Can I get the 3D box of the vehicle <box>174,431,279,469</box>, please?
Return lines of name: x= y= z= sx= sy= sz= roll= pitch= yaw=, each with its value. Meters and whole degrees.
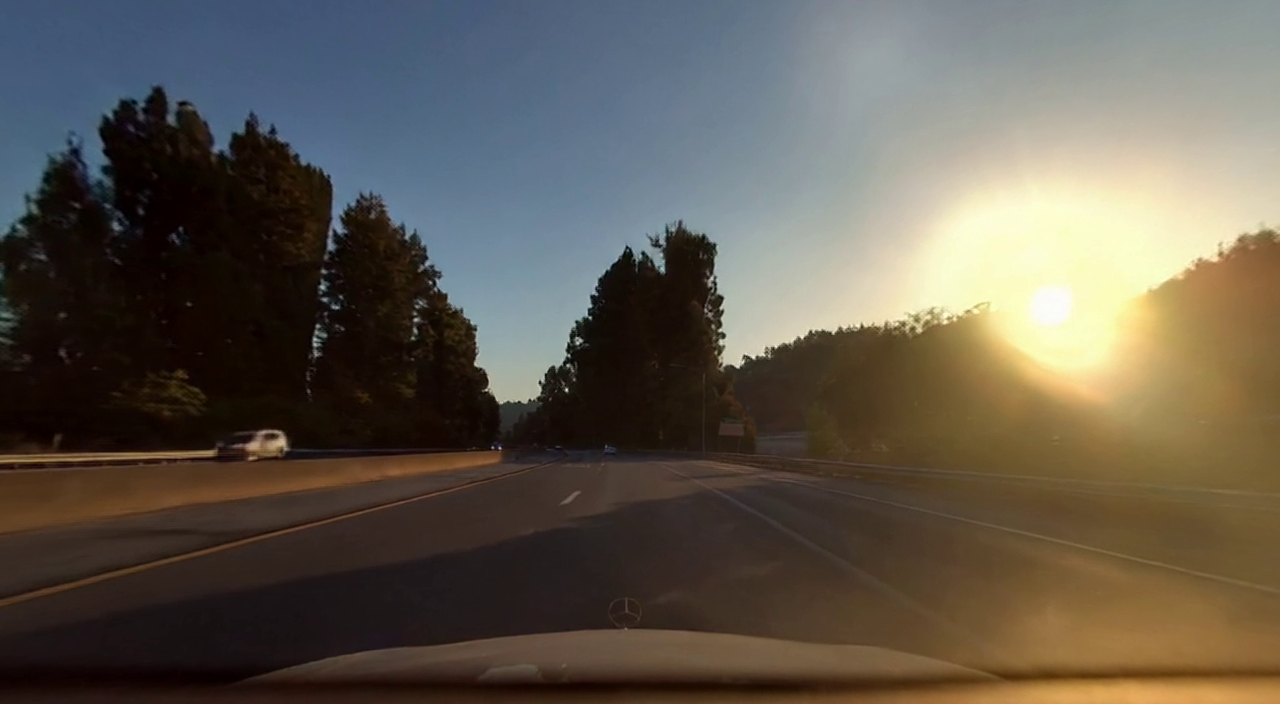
vehicle: x=-18.910 y=4.517 z=29.087 sx=2.155 sy=1.634 sz=4.077 roll=0 pitch=-9 yaw=-2
